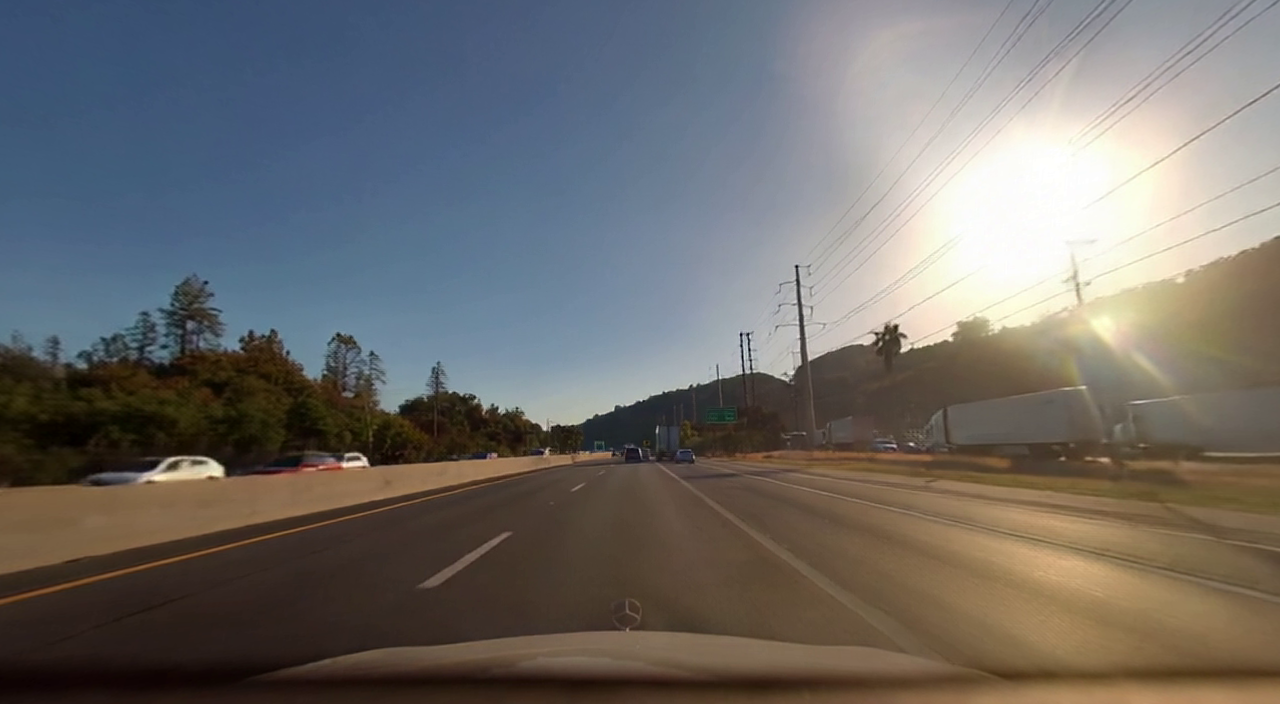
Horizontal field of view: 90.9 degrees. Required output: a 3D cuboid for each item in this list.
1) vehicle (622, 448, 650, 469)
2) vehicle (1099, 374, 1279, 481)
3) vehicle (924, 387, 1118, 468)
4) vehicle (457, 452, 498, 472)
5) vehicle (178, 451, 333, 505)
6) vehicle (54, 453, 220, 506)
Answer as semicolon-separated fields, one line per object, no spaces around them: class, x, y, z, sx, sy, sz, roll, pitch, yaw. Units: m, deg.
vehicle;-0.292;8.290;49.242;2.111;1.599;3.859;0;-9;0
vehicle;24.127;3.107;25.111;2.849;3.732;12.220;-1;-9;2
vehicle;23.579;5.148;40.842;3.234;4.276;14.411;0;-9;-1
vehicle;-12.363;8.393;48.119;1.855;1.429;4.461;0;-9;1
vehicle;-11.941;3.904;20.020;2.010;1.472;4.552;0;-9;0
vehicle;-16.008;4.038;20.399;1.862;1.473;4.209;0;-9;0
